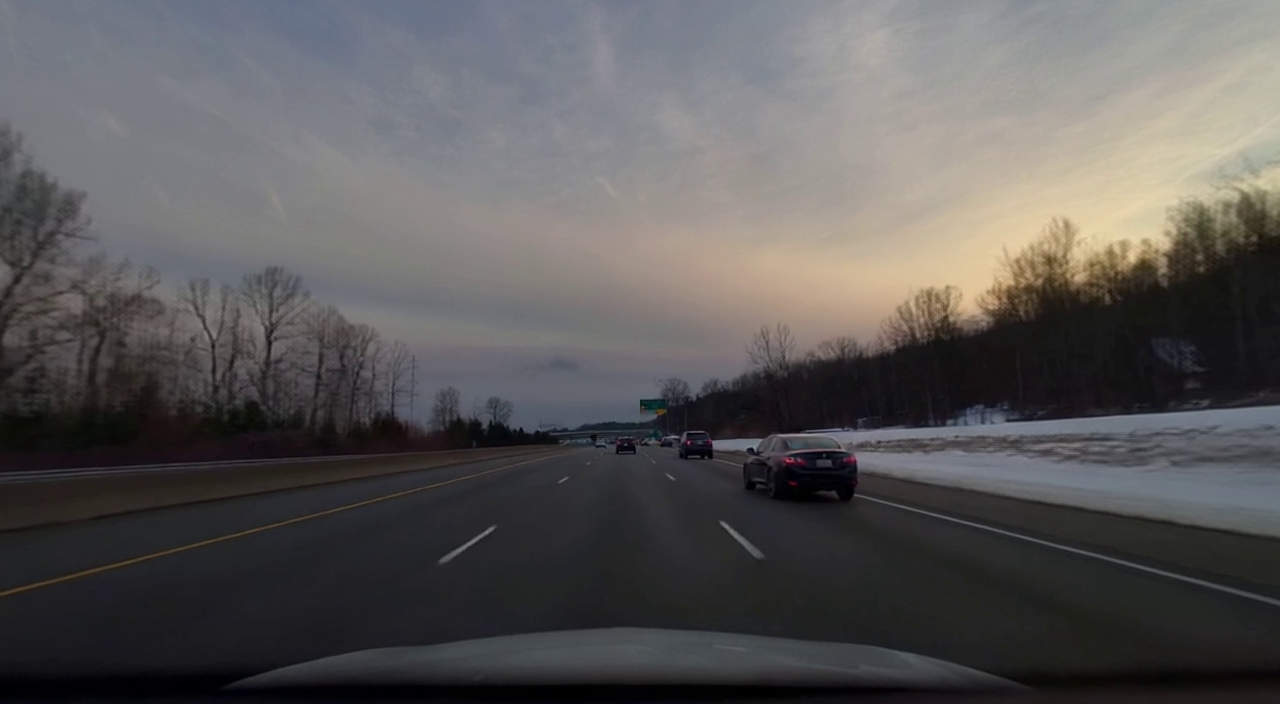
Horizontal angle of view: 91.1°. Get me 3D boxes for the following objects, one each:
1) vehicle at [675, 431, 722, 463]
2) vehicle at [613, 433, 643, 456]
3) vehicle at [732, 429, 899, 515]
[{"bbox_3d":[3.245,5.352,35.601,2.098,1.677,4.275,0,-8,-2],"label":"vehicle"},{"bbox_3d":[-0.958,7.001,47.712,2.182,1.680,4.253,0,-8,-2],"label":"vehicle"},{"bbox_3d":[3.430,2.424,13.395,2.056,1.479,4.660,0,-8,-2],"label":"vehicle"}]
